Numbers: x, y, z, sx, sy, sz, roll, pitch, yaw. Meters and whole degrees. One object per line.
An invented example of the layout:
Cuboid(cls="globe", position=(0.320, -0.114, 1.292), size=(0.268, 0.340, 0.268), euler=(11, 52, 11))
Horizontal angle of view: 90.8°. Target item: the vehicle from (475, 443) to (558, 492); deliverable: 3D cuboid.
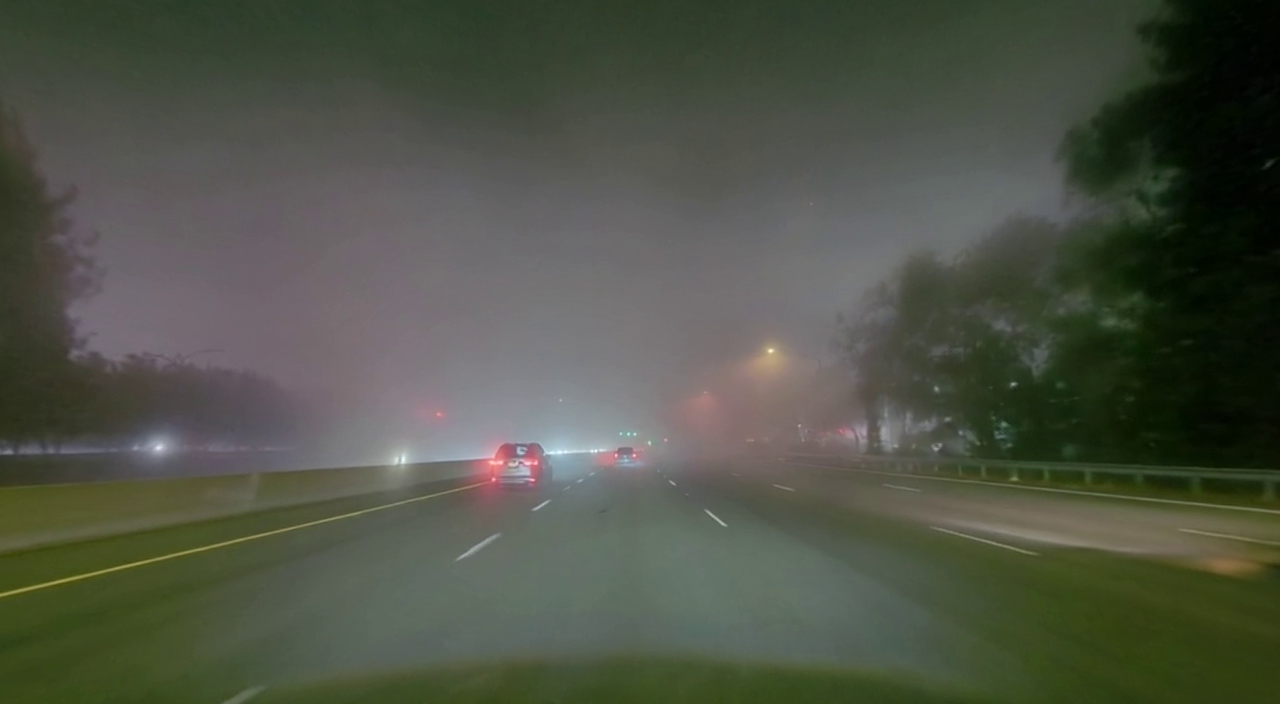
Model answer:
Cuboid(cls="vehicle", position=(-4.030, 3.839, 21.438), size=(1.886, 1.465, 4.625), euler=(0, -9, 0))

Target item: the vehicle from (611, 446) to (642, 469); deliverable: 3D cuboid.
Cuboid(cls="vehicle", position=(-0.881, 7.145, 42.941), size=(1.997, 1.485, 4.094), euler=(0, -9, -1))
